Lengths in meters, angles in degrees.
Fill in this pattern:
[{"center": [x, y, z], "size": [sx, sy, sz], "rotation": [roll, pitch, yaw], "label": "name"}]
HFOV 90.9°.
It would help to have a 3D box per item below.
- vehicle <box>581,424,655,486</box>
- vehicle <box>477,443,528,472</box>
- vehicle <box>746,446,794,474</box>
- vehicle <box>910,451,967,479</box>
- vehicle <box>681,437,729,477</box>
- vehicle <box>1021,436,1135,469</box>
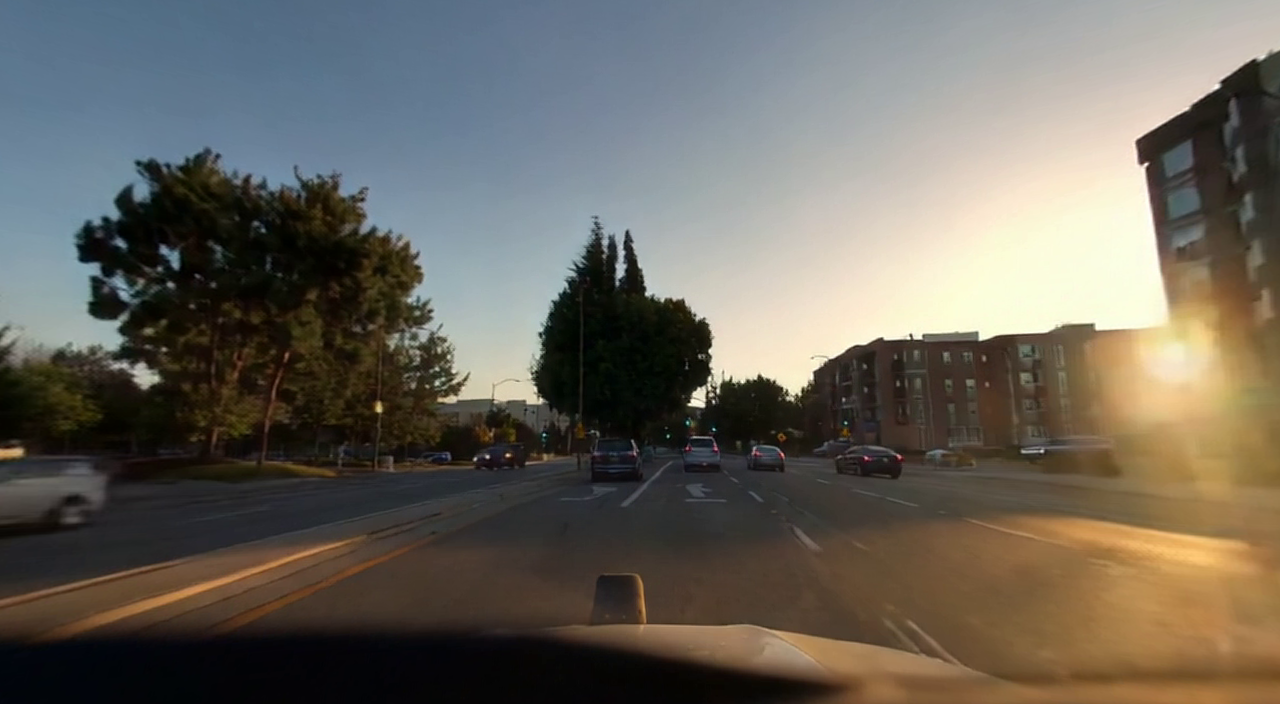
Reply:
[{"center": [-0.726, 3.999, 24.697], "size": [2.396, 2.143, 4.824], "rotation": [-1, -9, 4], "label": "vehicle"}, {"center": [-8.806, 6.786, 40.808], "size": [2.098, 1.760, 4.654], "rotation": [0, -9, 3], "label": "vehicle"}, {"center": [7.541, 6.296, 37.003], "size": [2.075, 1.486, 4.316], "rotation": [0, -9, 3], "label": "vehicle"}, {"center": [17.227, 6.501, 36.570], "size": [1.706, 1.474, 3.761], "rotation": [-1, -9, 5], "label": "vehicle"}, {"center": [3.230, 5.284, 31.959], "size": [2.222, 1.841, 4.031], "rotation": [-1, -9, 4], "label": "vehicle"}, {"center": [26.344, 6.071, 38.126], "size": [5.050, 1.756, 2.206], "rotation": [-3, -10, 6], "label": "vehicle"}]
